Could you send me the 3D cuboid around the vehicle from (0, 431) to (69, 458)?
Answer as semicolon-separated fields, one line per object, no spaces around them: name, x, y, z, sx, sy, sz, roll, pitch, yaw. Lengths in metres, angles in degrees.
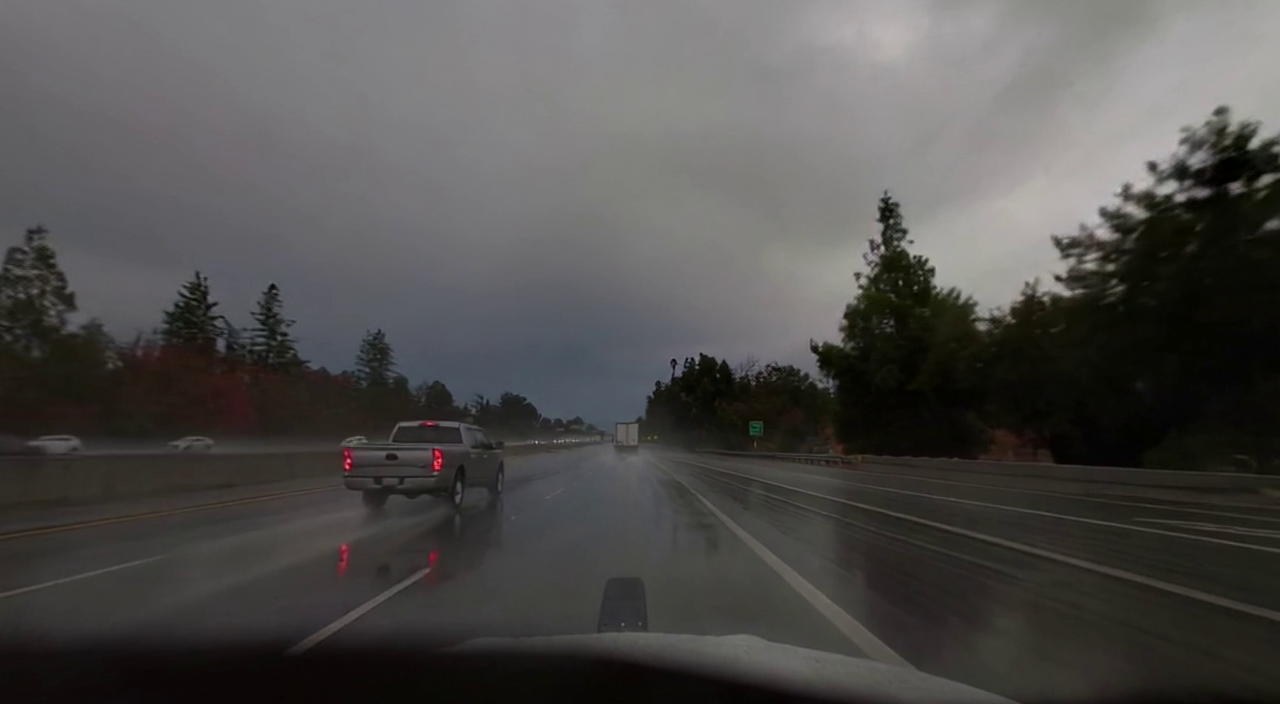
vehicle;-39.937;5.945;40.455;2.111;1.646;4.435;0;-8;-1

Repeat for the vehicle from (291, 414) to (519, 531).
vehicle;-4.032;2.186;12.033;2.316;1.731;5.126;0;-8;1
